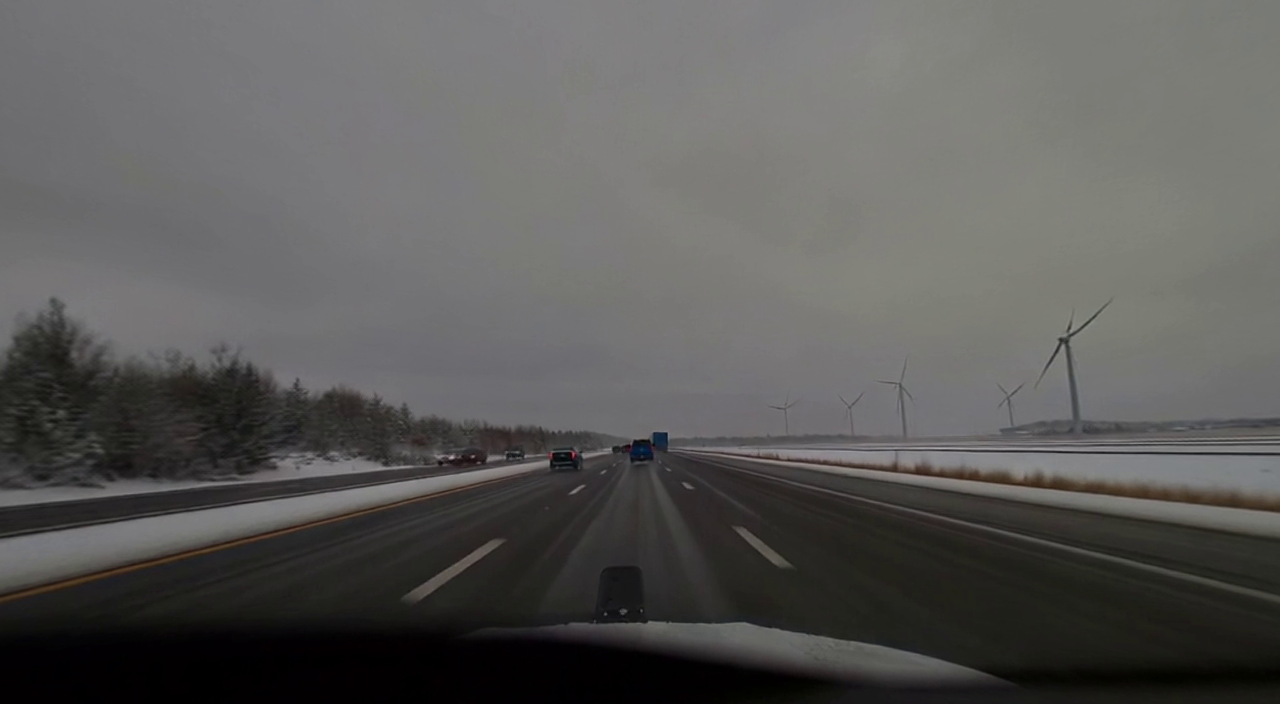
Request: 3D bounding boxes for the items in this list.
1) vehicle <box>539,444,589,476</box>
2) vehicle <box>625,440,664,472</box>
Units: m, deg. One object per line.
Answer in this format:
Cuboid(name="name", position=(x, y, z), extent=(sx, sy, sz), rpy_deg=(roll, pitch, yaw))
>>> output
Cuboid(name="vehicle", position=(-3.836, 5.552, 32.637), extent=(1.984, 1.491, 4.341), rpy_deg=(0, -9, 1))
Cuboid(name="vehicle", position=(0.223, 5.884, 35.759), extent=(2.083, 1.689, 4.083), rpy_deg=(0, -9, 0))
